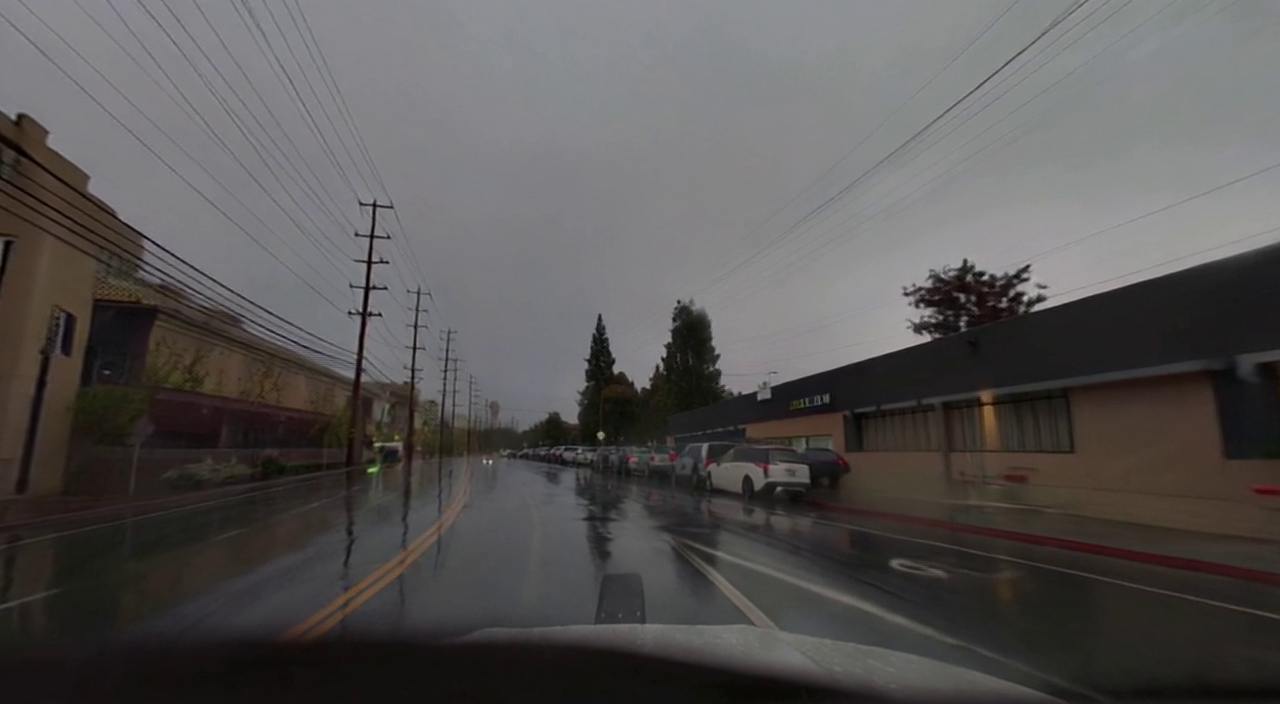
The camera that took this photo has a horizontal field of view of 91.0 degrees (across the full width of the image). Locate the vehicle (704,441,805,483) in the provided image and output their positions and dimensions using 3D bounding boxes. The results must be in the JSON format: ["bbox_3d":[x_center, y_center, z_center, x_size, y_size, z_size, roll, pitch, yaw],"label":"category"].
[{"bbox_3d":[4.784,4.448,25.891,2.057,1.564,4.502,-7,-11,40],"label":"vehicle"}]

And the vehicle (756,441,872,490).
[{"bbox_3d":[6.255,3.910,22.255,2.074,1.526,4.853,-7,-11,40],"label":"vehicle"}]

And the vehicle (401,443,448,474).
[{"bbox_3d":[-11.462,5.653,33.769,2.122,1.517,4.465,2,-9,-16],"label":"vehicle"}]
